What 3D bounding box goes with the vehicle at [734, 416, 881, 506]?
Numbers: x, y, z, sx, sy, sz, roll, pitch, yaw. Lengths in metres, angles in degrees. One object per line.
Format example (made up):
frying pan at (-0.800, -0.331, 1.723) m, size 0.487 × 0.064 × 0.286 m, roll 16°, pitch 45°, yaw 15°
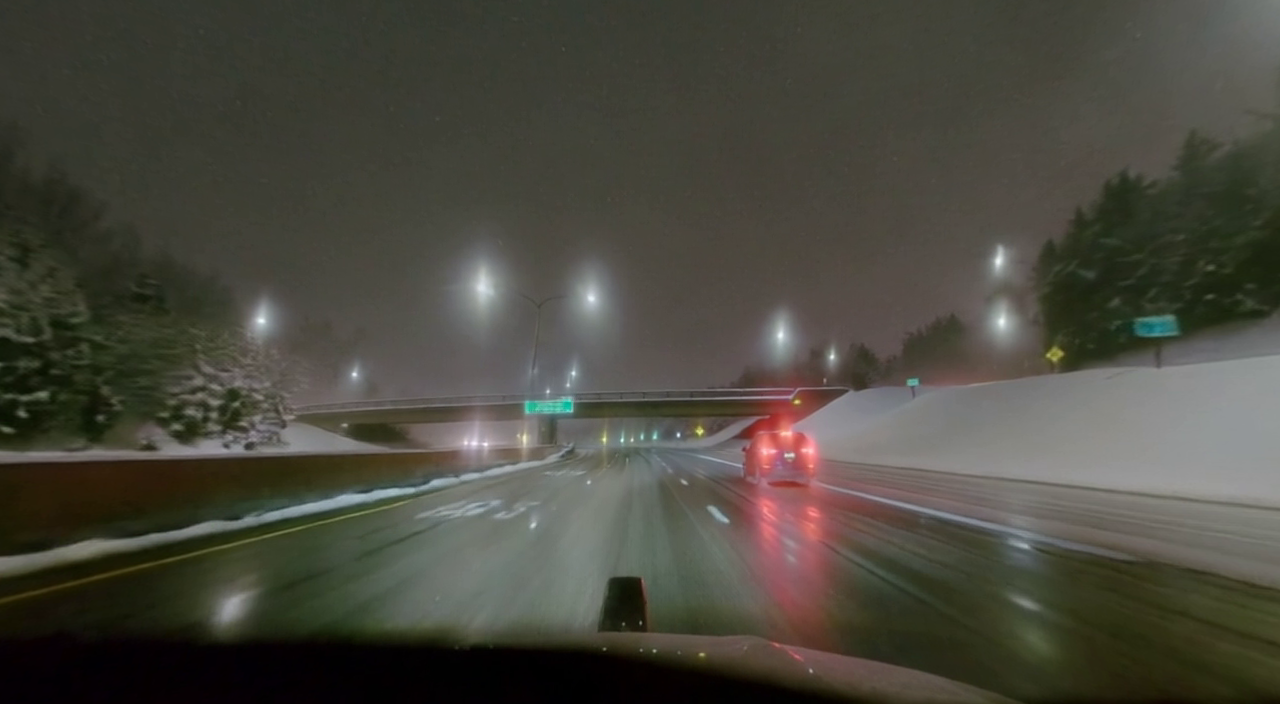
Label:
vehicle at (3.557, 2.434, 14.500) m, size 2.039 × 1.701 × 4.834 m, roll 0°, pitch -8°, yaw 0°
